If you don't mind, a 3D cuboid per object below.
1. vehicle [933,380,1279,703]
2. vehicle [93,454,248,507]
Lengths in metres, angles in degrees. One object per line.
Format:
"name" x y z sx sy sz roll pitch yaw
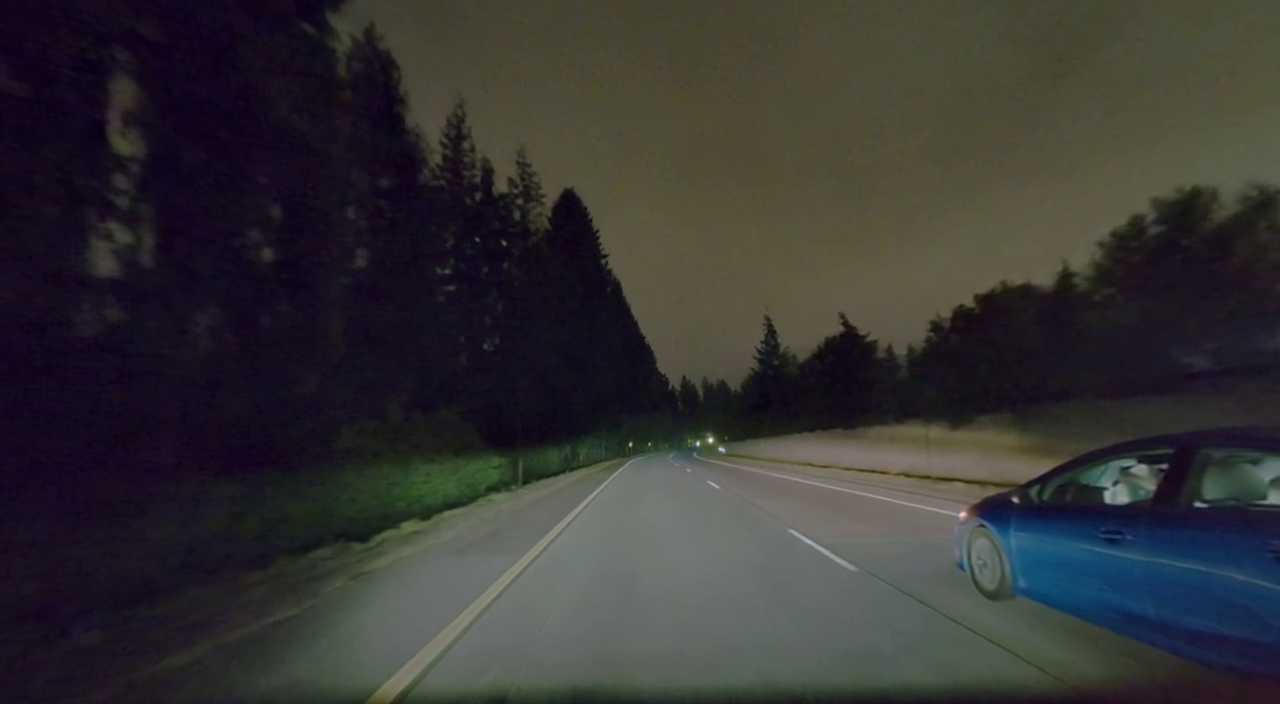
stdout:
"vehicle" 3.383 0.907 2.617 2.061 1.503 4.823 0 -9 1
"vehicle" -16.090 4.399 21.952 1.893 1.571 4.390 0 -9 2
